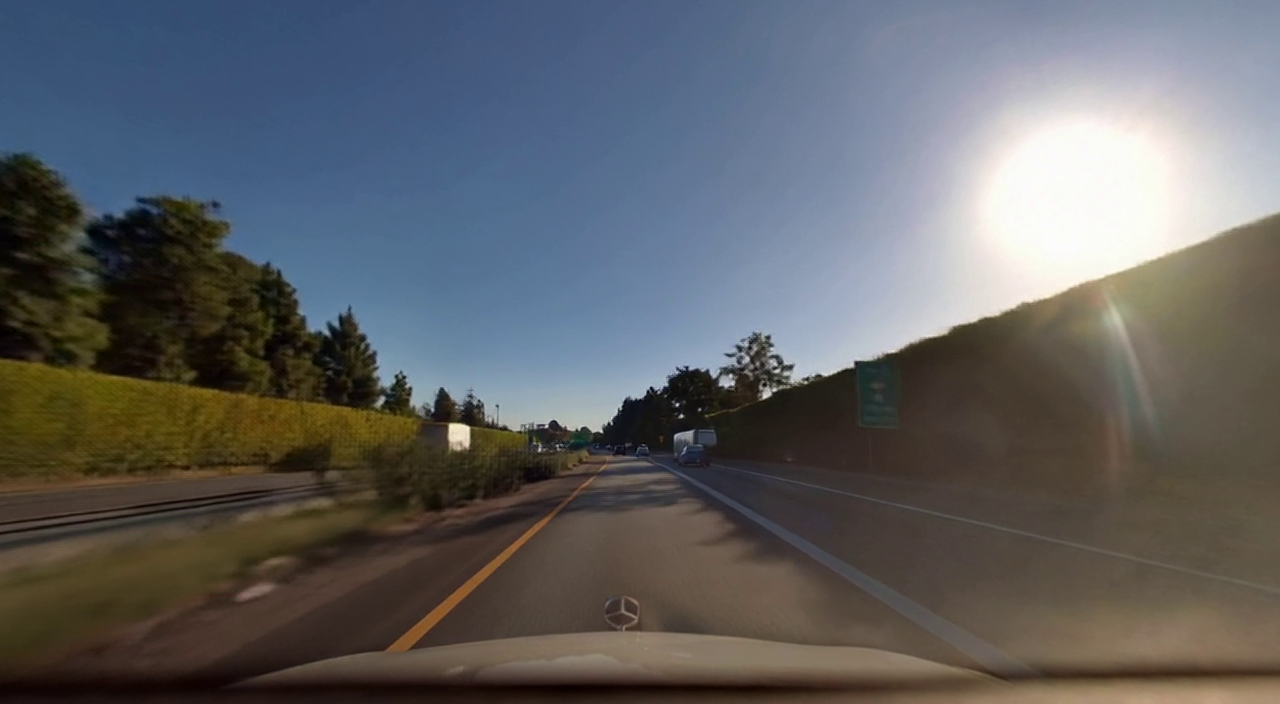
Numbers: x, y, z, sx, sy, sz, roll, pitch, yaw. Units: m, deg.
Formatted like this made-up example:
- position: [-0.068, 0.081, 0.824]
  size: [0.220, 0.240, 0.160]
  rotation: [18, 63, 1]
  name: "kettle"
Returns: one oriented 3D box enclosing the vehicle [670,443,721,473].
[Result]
- position: [3.005, 5.870, 34.874]
  size: [2.244, 1.498, 4.338]
  rotation: [0, -9, -3]
  name: "vehicle"
